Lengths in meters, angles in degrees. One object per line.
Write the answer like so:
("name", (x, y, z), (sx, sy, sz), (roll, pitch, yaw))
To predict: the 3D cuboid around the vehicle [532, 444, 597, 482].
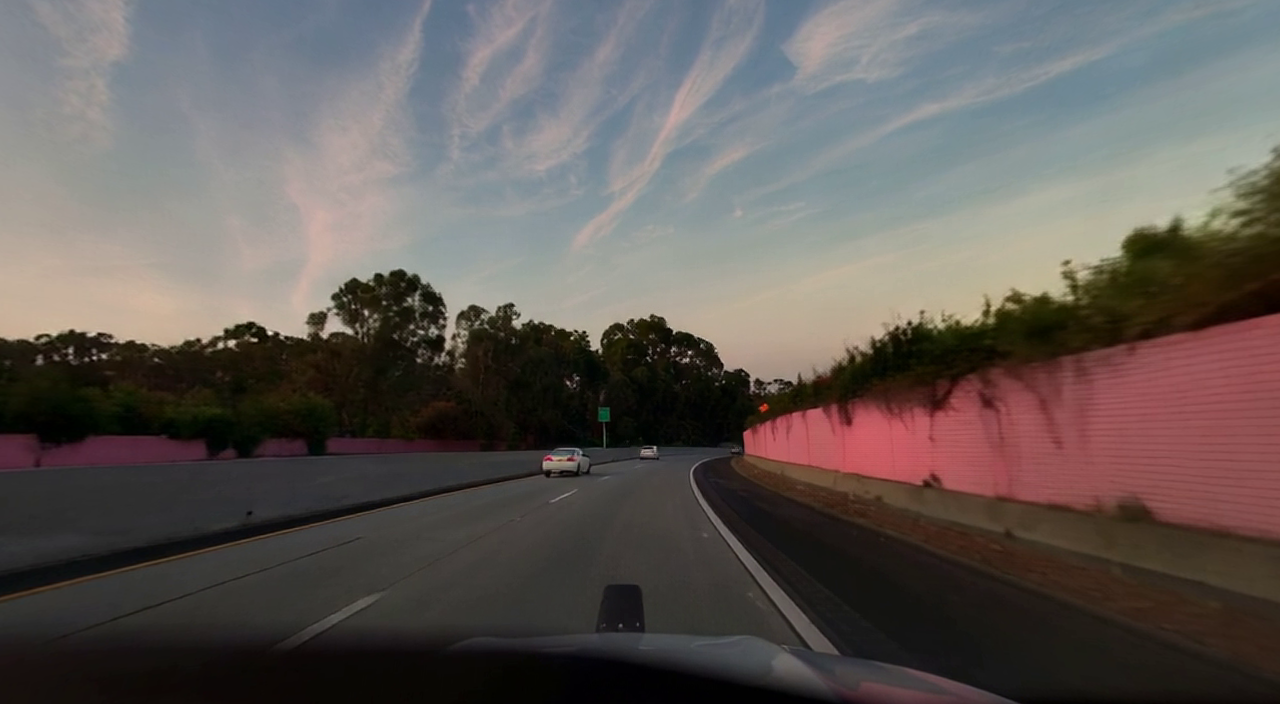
("vehicle", (-2.986, 4.499, 25.881), (1.746, 1.405, 4.339), (-1, -9, 5))
